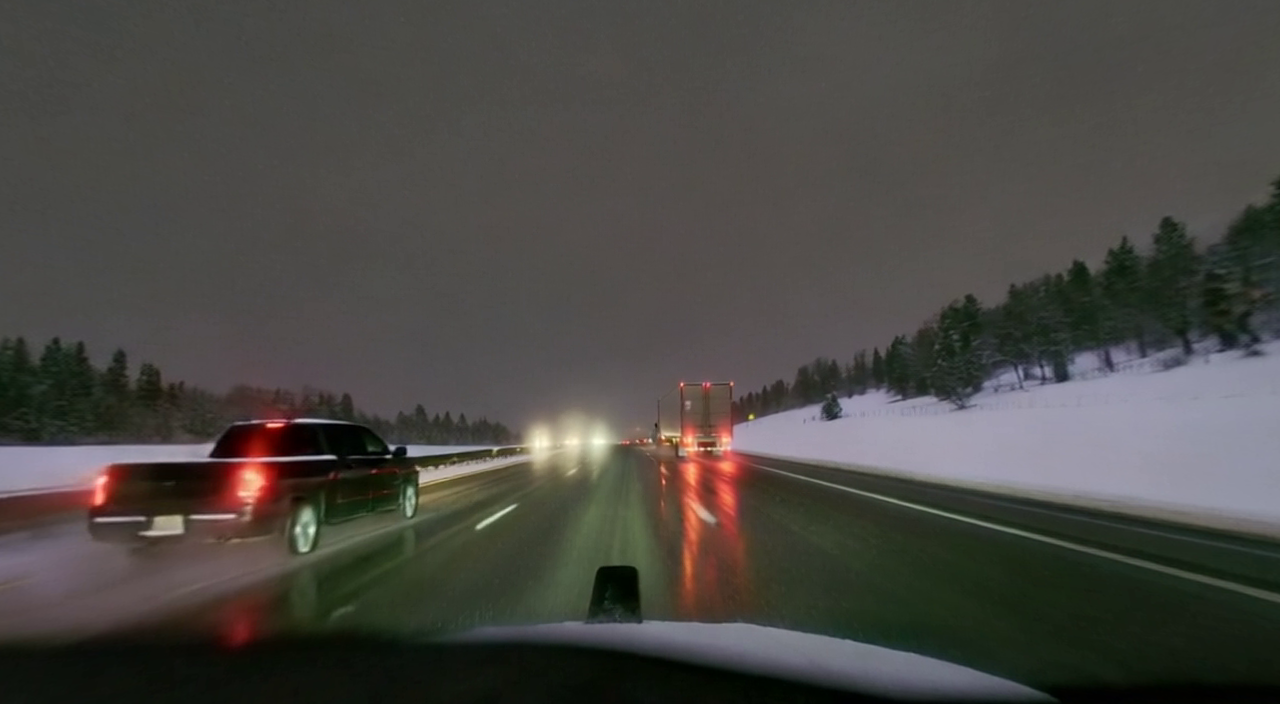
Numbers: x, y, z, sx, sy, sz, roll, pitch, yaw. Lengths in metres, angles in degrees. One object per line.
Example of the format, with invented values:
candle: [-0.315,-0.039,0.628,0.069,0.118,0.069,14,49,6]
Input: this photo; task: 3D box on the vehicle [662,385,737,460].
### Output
vehicle: [3.613,5.116,43.781,3.144,4.168,17.594,0,-8,-1]

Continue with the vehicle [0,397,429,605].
vehicle: [-4.087,1.444,7.016,2.044,1.604,4.144,0,-8,0]
